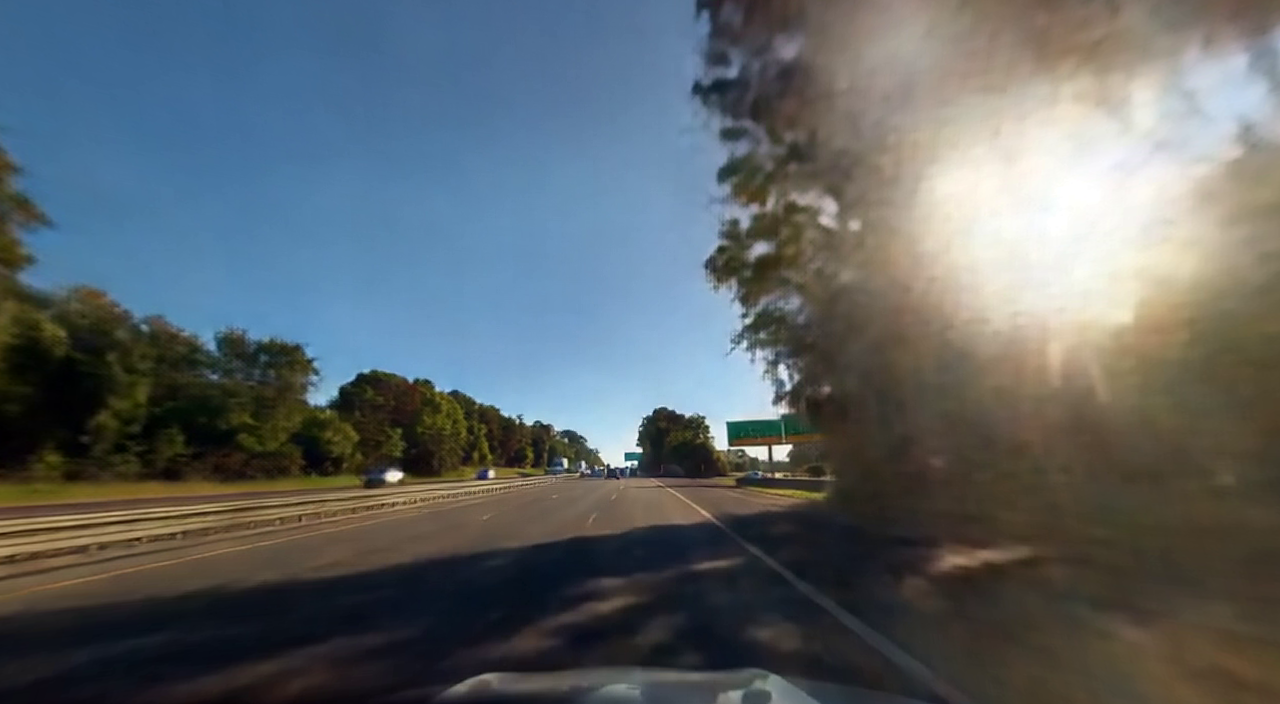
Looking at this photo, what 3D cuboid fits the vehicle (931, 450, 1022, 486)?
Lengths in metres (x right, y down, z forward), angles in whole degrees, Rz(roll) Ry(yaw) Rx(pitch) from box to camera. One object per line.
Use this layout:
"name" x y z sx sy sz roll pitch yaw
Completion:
"vehicle" 16.157 5.624 30.521 1.973 1.540 3.978 2 -11 -4
